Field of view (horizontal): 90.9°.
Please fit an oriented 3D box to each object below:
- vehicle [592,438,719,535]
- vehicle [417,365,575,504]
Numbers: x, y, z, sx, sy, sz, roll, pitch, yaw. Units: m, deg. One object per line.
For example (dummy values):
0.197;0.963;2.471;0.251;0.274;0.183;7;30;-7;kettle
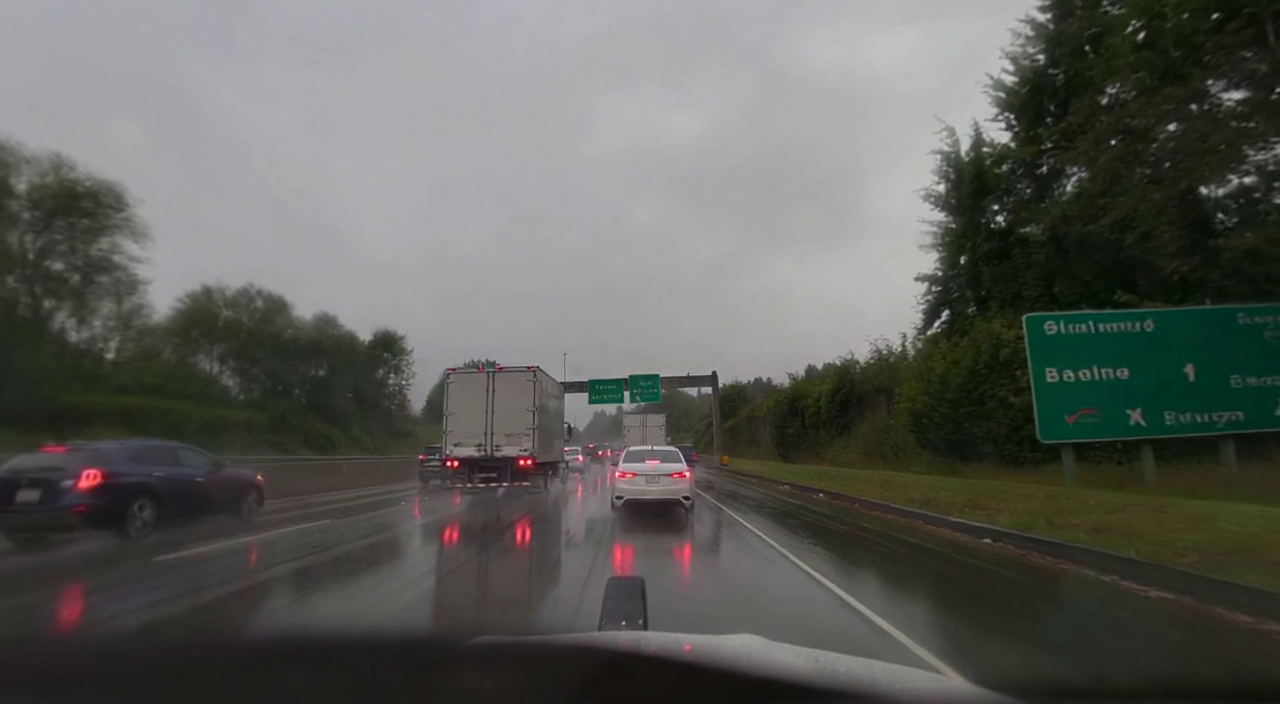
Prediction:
0.238;2.390;11.694;1.995;1.495;3.380;0;-9;0;vehicle
-3.844;2.567;19.045;2.832;3.293;7.782;0;-9;1;vehicle
